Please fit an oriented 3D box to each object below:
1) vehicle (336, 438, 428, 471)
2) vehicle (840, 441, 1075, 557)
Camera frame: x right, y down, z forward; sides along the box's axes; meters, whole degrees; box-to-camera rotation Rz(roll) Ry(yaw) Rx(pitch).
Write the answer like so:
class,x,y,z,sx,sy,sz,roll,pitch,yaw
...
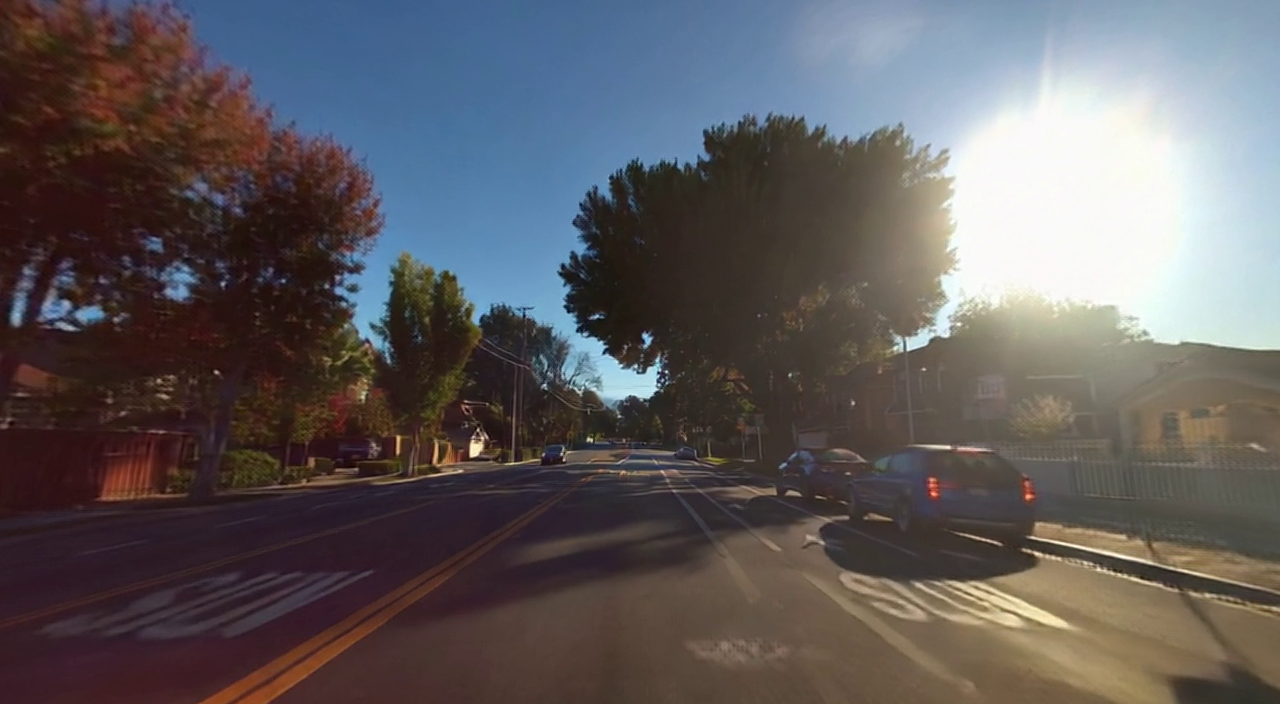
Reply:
class,x,y,z,sx,sy,sz,roll,pitch,yaw
vehicle,-16.232,6.429,39.748,5.125,1.941,2.086,4,-9,-26
vehicle,5.173,2.395,11.120,1.891,1.611,4.269,0,-8,0
